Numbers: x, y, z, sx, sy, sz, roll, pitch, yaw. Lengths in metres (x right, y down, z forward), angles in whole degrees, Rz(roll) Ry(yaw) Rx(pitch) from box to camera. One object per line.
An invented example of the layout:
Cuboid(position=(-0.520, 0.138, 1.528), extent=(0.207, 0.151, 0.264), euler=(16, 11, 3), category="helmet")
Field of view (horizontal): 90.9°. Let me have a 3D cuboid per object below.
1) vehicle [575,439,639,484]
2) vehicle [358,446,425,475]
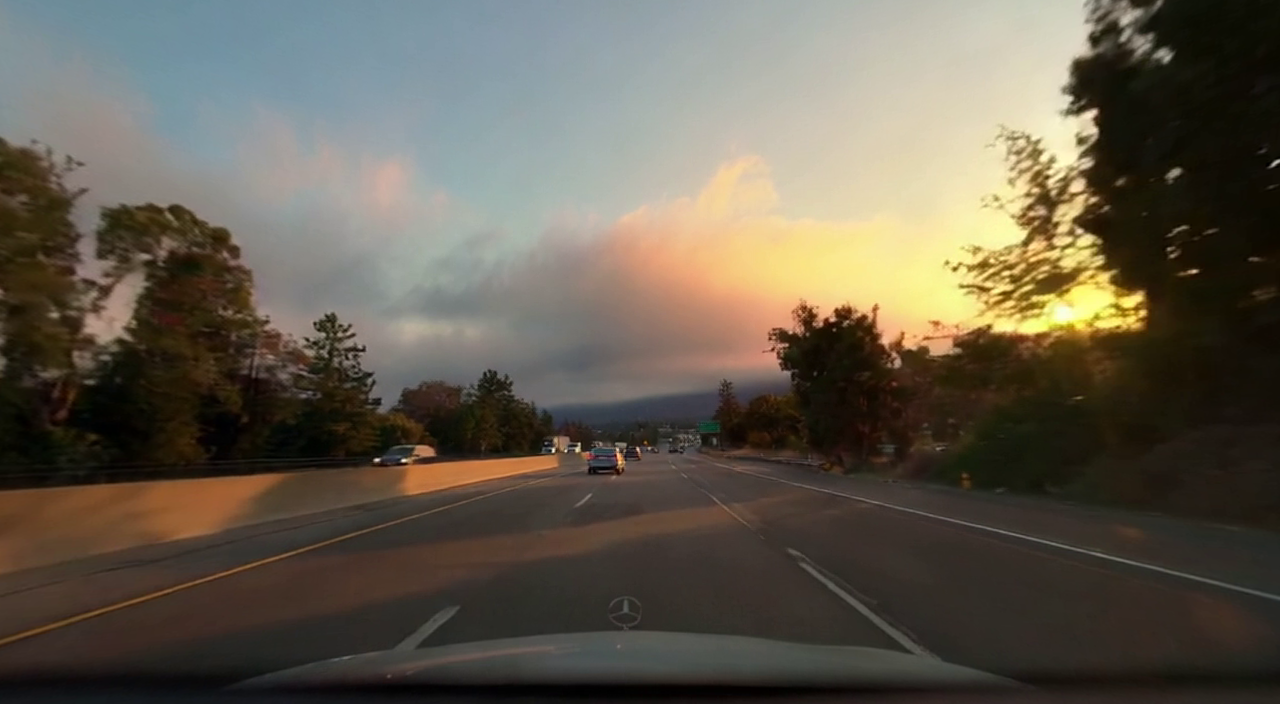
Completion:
Cuboid(position=(-1.234, 4.430, 25.730), extent=(2.231, 1.652, 4.503), euler=(0, -9, 2), category="vehicle")
Cuboid(position=(-15.234, 6.672, 38.965), extent=(2.181, 1.678, 4.625), euler=(0, -9, 1), category="vehicle")
